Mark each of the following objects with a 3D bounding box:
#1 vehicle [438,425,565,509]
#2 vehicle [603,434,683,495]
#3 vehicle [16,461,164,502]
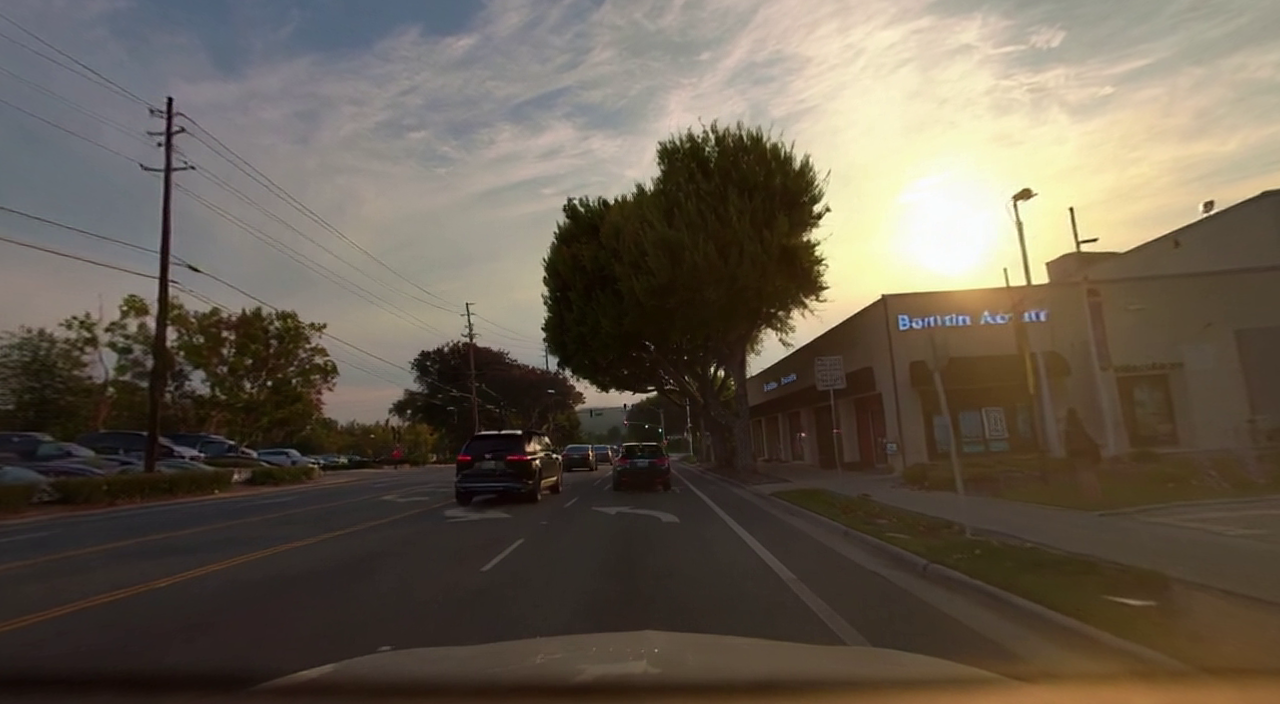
[{"bbox_3d":[-3.426,2.960,16.777,2.064,1.859,5.154,0,-8,1],"label":"vehicle"},{"bbox_3d":[0.090,3.294,18.821,2.108,1.612,4.246,0,-8,0],"label":"vehicle"},{"bbox_3d":[-23.184,5.450,26.871,1.862,1.468,4.708,0,-9,3],"label":"vehicle"}]
